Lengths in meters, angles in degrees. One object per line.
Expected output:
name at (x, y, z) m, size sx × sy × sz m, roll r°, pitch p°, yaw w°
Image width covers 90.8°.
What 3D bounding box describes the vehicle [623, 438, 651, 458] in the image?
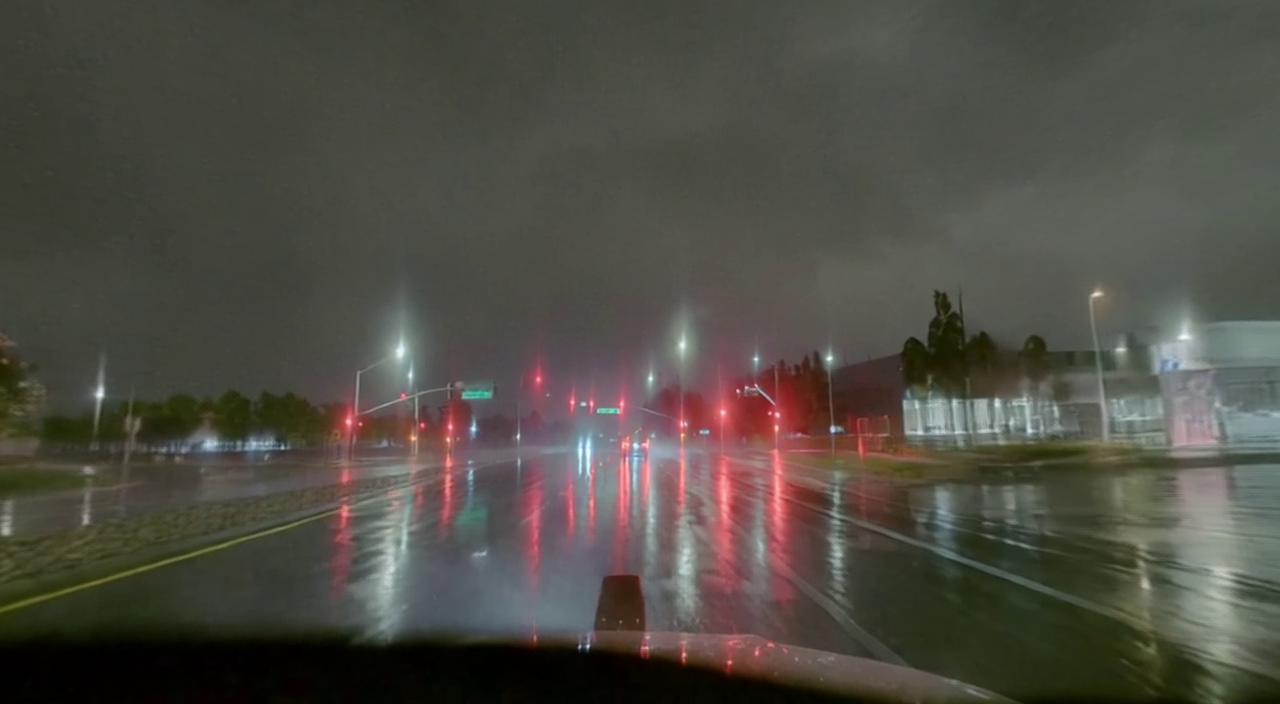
vehicle at (-0.246, 7.554, 49.823) m, size 2.107 × 1.470 × 3.974 m, roll 0°, pitch -8°, yaw -1°
